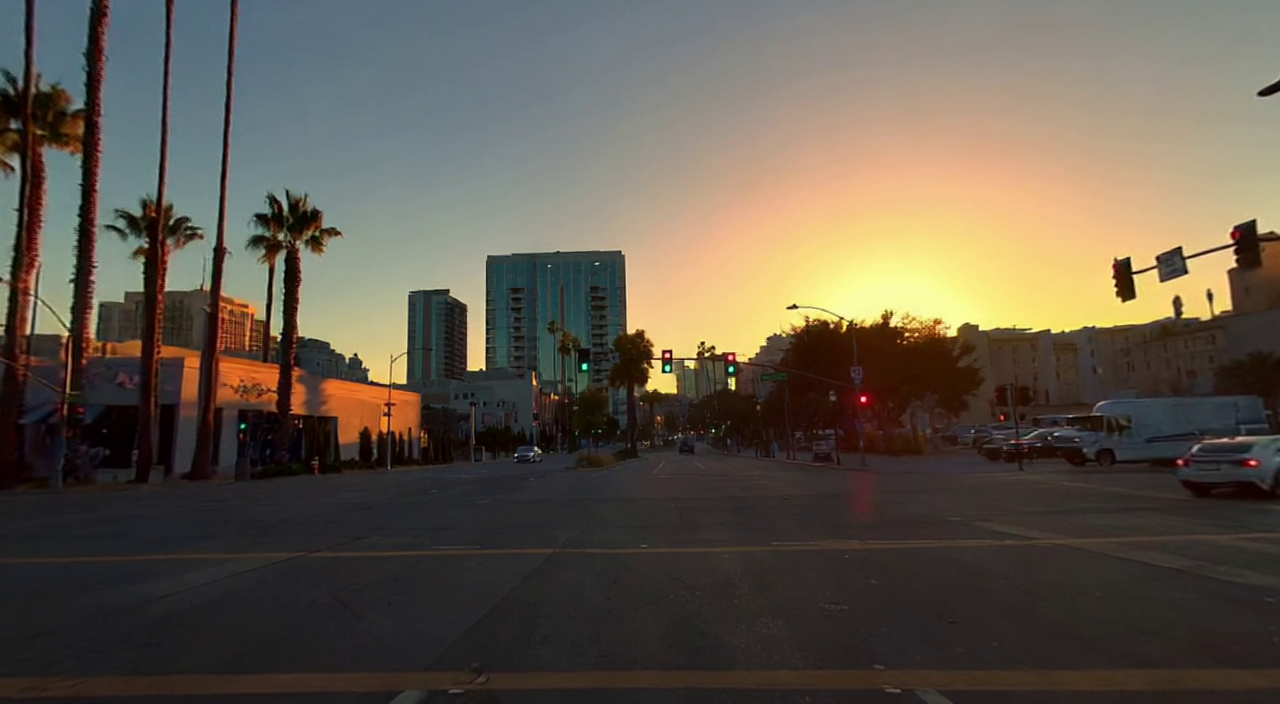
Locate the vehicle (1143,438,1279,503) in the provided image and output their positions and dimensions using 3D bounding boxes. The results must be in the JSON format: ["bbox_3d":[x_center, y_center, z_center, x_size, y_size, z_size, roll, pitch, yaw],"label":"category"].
[{"bbox_3d":[15.580,2.938,15.971,4.520,1.475,2.003,2,-9,-14],"label":"vehicle"}]

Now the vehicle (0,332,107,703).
[{"bbox_3d":[-3.343,0.485,0.321,2.026,1.723,4.832,0,-9,-2],"label":"vehicle"}]

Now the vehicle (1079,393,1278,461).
[{"bbox_3d":[32.610,4.756,39.213,2.863,3.609,10.252,0,-8,-3],"label":"vehicle"}]
